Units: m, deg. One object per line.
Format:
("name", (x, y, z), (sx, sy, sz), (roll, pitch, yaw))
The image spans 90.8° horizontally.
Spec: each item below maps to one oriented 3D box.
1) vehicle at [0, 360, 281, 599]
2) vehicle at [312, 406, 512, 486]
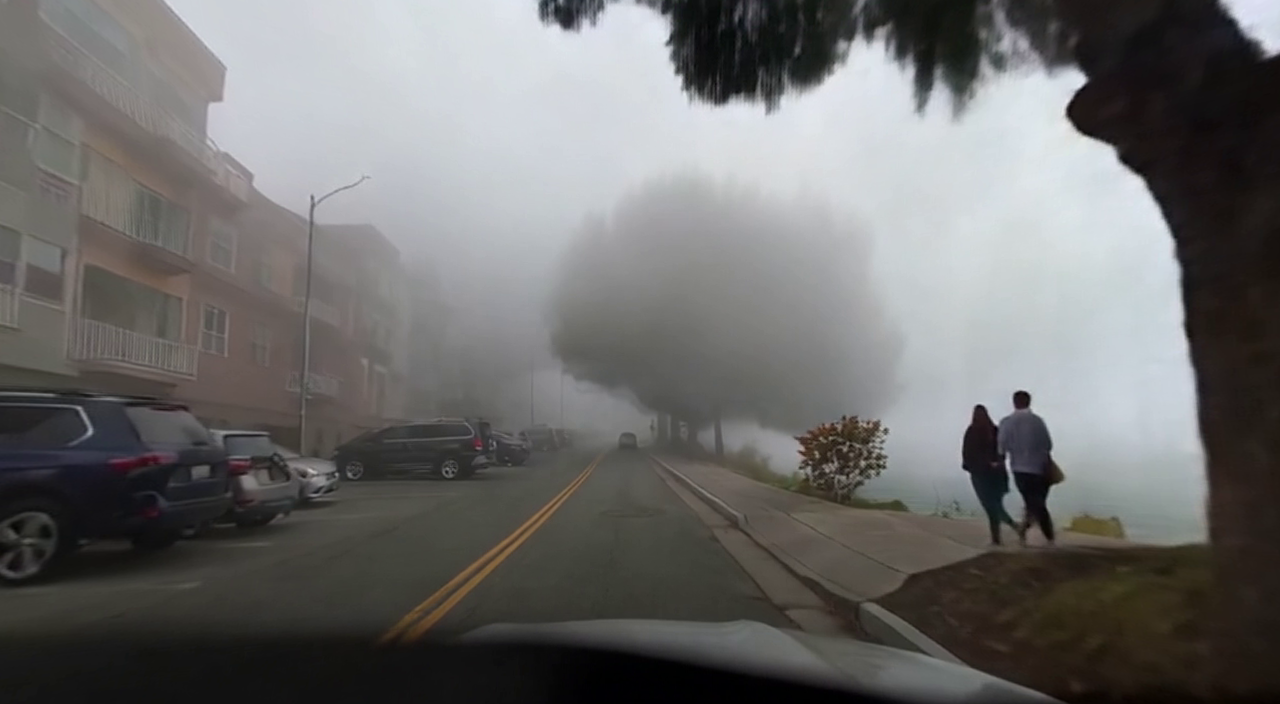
("vehicle", (-7.475, 1.278, 6.730), (5.824, 2.125, 2.233), (0, -8, -3))
("vehicle", (-7.305, 3.091, 20.861), (5.592, 2.439, 2.515), (0, -8, -1))
